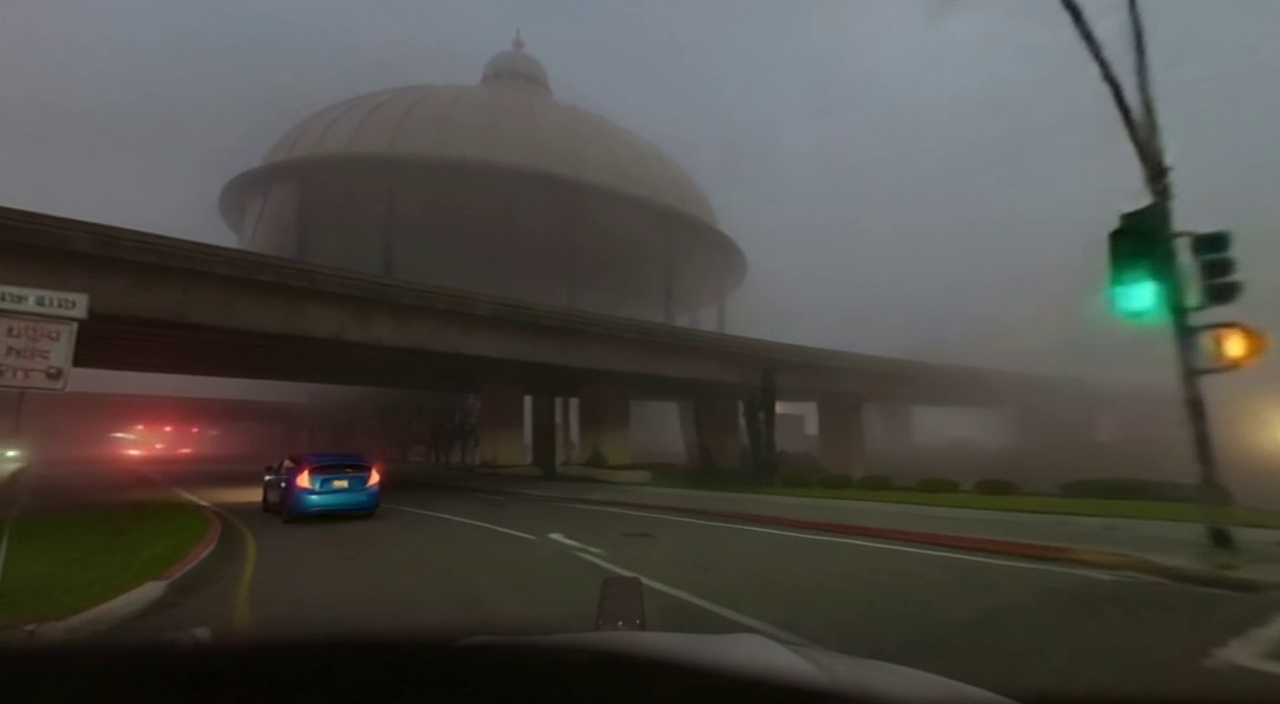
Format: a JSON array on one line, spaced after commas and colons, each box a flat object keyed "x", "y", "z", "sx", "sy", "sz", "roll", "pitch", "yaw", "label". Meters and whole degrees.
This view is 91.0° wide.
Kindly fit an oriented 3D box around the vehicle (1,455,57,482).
[{"x": -38.706, "y": 7.324, "z": 39.978, "sx": 2.009, "sy": 1.523, "sz": 4.641, "roll": 7, "pitch": -11, "yaw": -38, "label": "vehicle"}]

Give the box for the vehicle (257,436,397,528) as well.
[{"x": -6.615, "y": 2.576, "z": 13.118, "sx": 1.976, "sy": 1.584, "sz": 3.772, "roll": 6, "pitch": -10, "yaw": -34, "label": "vehicle"}]
